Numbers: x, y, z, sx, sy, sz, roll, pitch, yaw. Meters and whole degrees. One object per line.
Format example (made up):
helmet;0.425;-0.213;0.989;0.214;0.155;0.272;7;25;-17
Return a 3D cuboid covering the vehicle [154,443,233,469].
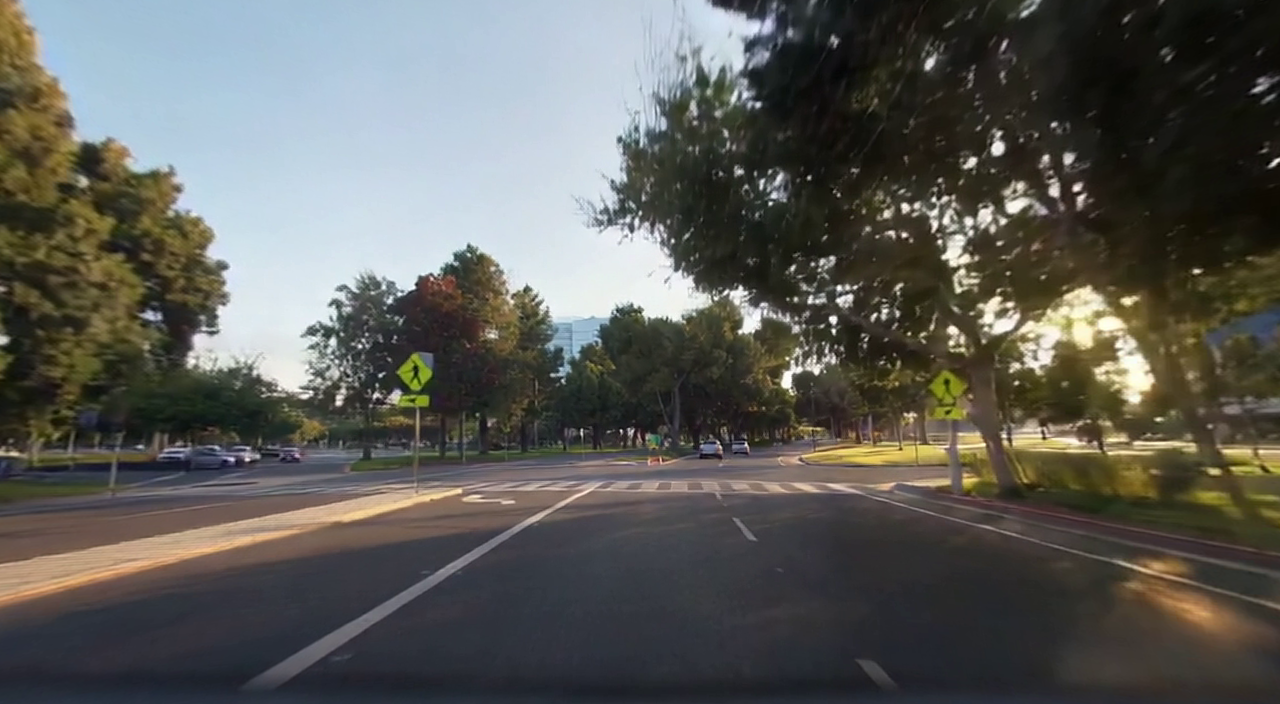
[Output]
vehicle;-32.984;7.690;46.604;4.856;1.795;2.030;-3;-9;15
